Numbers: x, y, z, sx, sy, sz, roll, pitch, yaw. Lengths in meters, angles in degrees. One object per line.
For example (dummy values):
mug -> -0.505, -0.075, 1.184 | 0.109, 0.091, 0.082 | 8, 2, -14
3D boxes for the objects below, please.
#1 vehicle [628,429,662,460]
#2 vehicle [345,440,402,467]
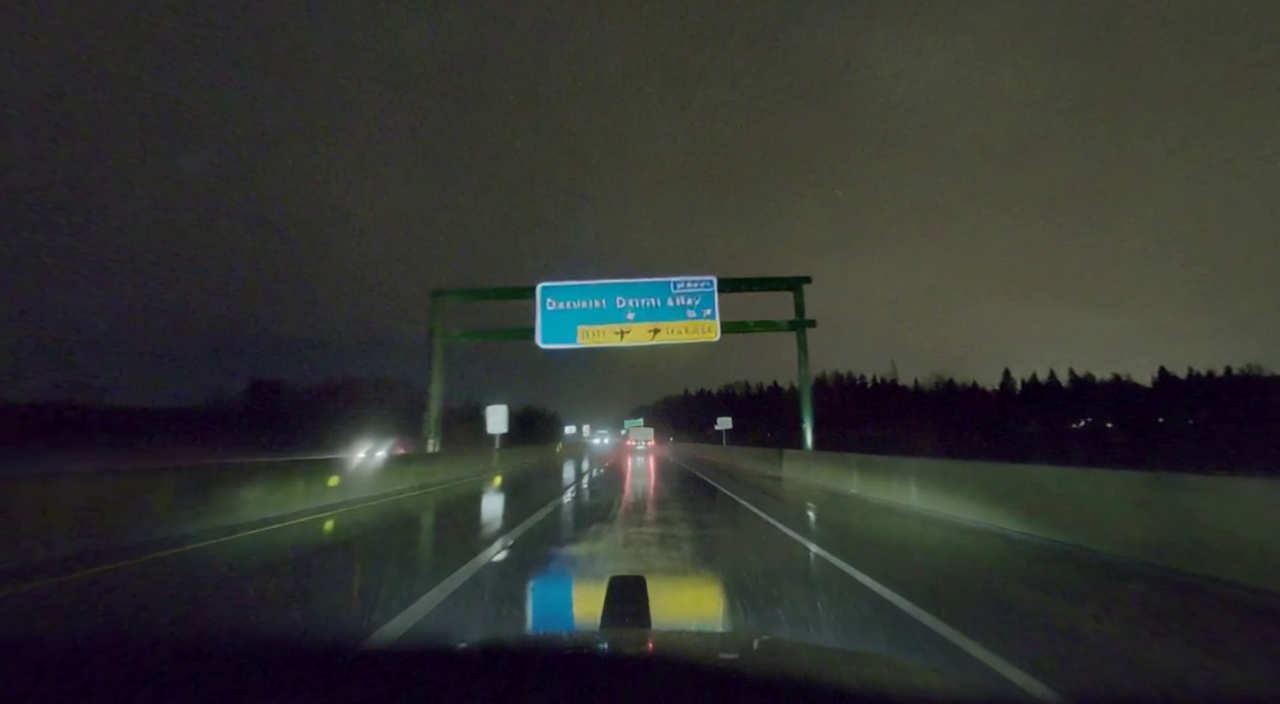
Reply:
vehicle -> 0.370, 6.634, 45.133 | 2.277, 2.109, 4.922 | 1, -8, 0
vehicle -> -15.543, 5.914, 36.904 | 1.773, 1.441, 3.706 | 1, -8, -2
